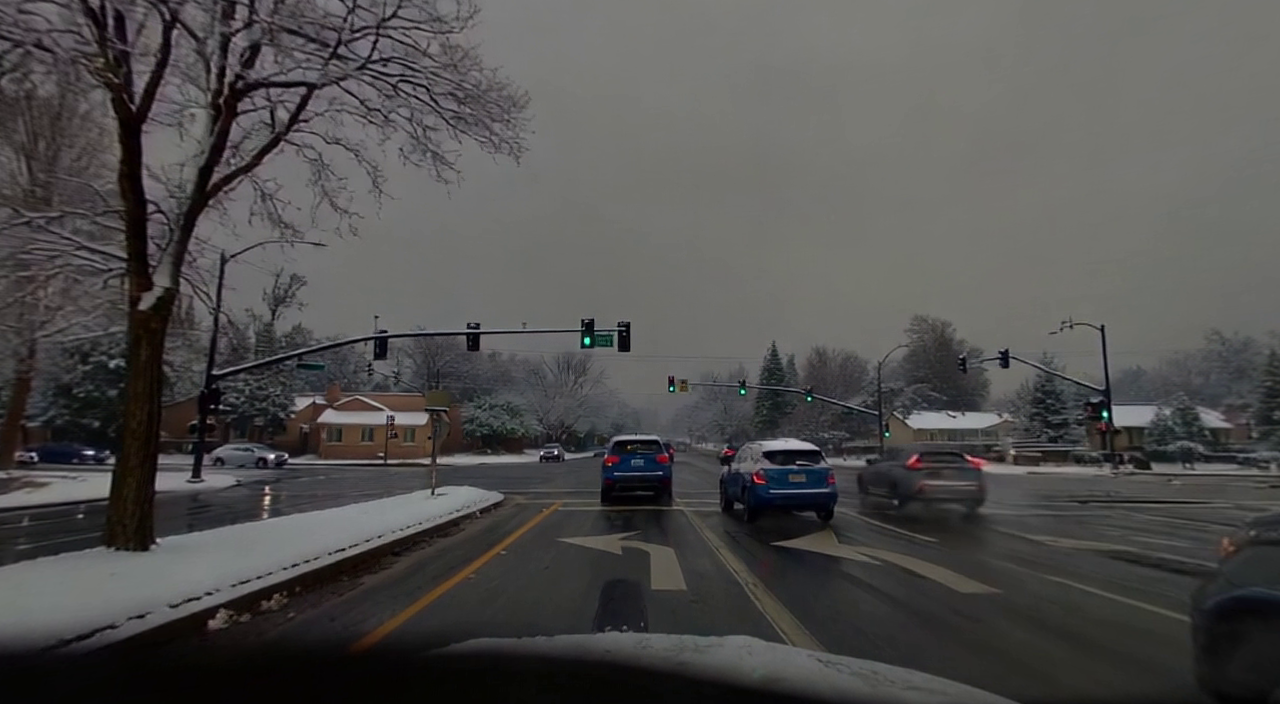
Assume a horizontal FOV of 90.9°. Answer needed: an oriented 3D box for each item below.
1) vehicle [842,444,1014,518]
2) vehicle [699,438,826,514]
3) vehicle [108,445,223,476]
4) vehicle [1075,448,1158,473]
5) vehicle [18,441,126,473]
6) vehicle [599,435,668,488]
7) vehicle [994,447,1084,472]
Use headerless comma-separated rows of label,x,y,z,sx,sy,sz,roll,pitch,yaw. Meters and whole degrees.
vehicle,6.402,2.866,14.684,1.900,1.440,4.466,0,-8,0
vehicle,2.635,2.792,14.740,2.009,1.480,4.423,0,-8,-1
vehicle,-26.328,6.013,35.107,4.724,1.630,1.968,0,-8,-2
vehicle,33.146,7.549,43.921,4.215,1.618,1.949,0,-8,-2
vehicle,-36.832,6.810,40.968,4.771,1.778,2.032,3,-8,-3
vehicle,-0.345,3.920,22.889,2.099,1.705,4.020,1,-8,-6
vehicle,29.719,8.029,47.065,5.366,1.653,2.044,1,-9,-1
